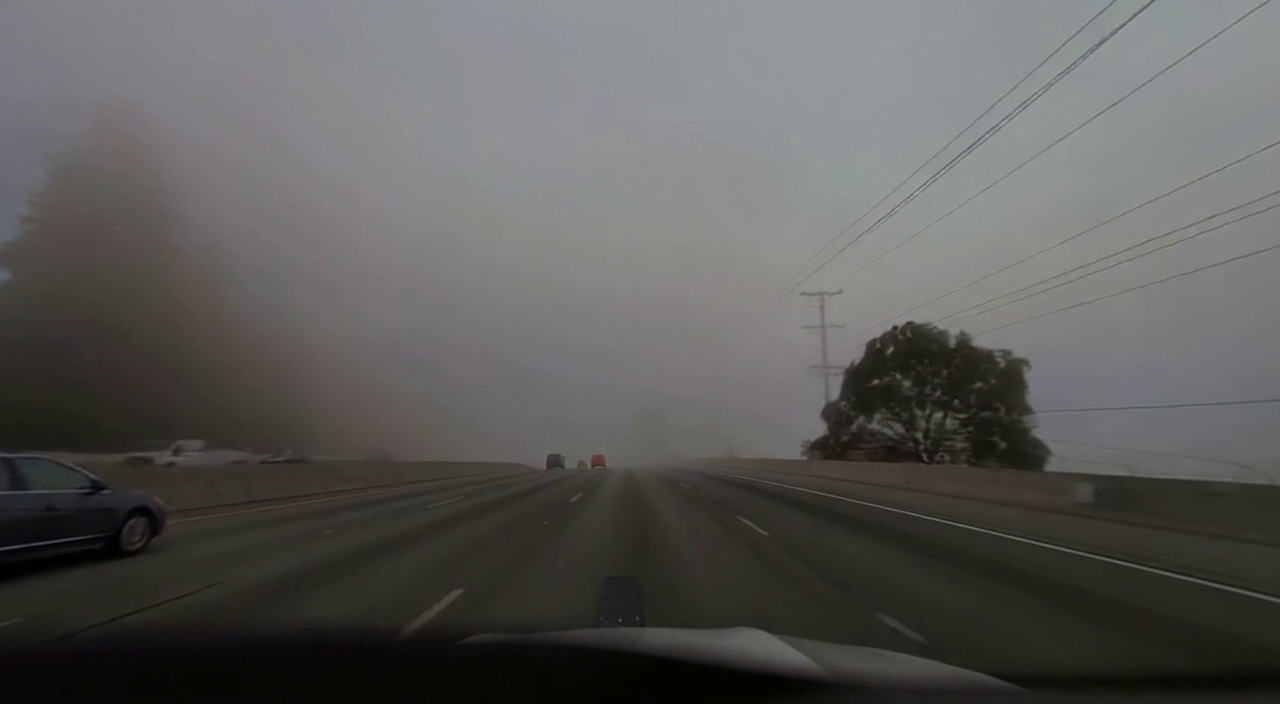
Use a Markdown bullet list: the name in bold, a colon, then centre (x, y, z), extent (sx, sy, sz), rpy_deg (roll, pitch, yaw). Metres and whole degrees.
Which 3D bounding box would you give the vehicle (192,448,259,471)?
- **vehicle**: centre (-28.805, 7.456, 43.893), extent (1.785, 1.529, 4.337), rpy_deg (0, -9, -2)

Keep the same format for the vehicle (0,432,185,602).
- **vehicle**: centre (-6.832, 1.521, 5.860), extent (1.999, 1.527, 4.238), rpy_deg (0, -9, 0)
